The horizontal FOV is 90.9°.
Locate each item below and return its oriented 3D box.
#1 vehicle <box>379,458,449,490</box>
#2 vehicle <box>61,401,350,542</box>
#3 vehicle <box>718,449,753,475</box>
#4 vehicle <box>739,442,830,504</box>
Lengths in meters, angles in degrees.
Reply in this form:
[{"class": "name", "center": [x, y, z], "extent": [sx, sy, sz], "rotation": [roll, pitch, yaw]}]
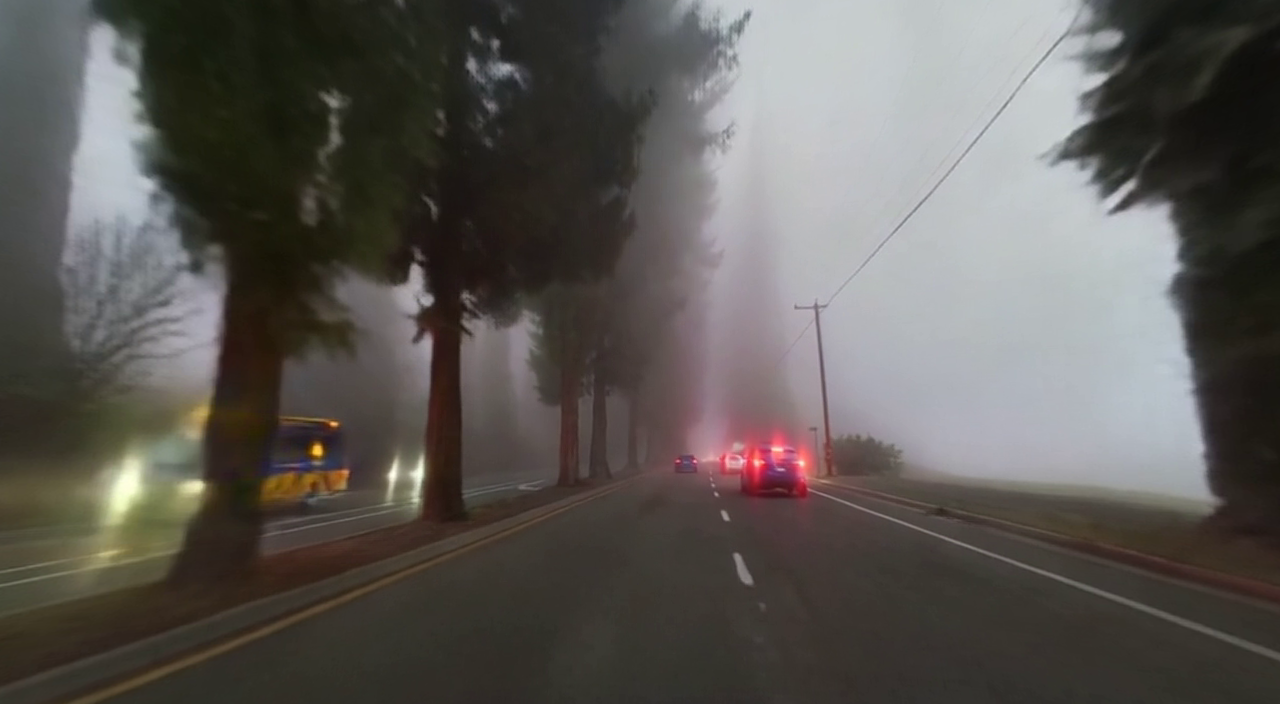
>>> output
[{"class": "vehicle", "center": [-12.191, 6.583, 34.312], "extent": [1.874, 1.521, 4.244], "rotation": [-1, -9, 6]}, {"class": "vehicle", "center": [-10.367, 2.922, 16.069], "extent": [2.661, 2.737, 6.092], "rotation": [-4, -9, 6]}, {"class": "vehicle", "center": [6.540, 7.524, 43.380], "extent": [2.110, 1.666, 3.912], "rotation": [-1, -9, 5]}, {"class": "vehicle", "center": [4.208, 3.561, 19.083], "extent": [2.052, 1.639, 4.123], "rotation": [-1, -9, 4]}]
